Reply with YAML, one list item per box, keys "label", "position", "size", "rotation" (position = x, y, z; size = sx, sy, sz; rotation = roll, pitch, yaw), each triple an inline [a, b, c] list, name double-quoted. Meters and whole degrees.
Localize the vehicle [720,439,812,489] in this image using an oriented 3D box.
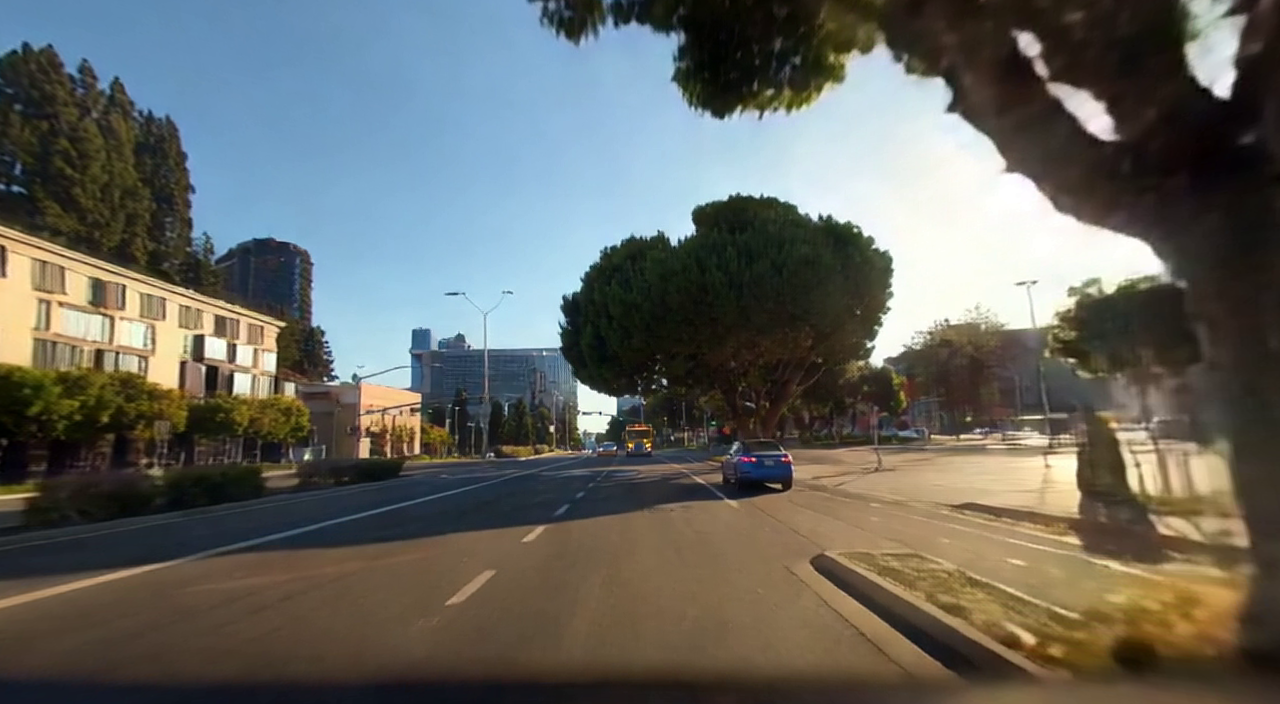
- label: "vehicle"
  position: [4.013, 3.660, 20.968]
  size: [2.005, 1.442, 4.675]
  rotation: [0, -8, -1]
